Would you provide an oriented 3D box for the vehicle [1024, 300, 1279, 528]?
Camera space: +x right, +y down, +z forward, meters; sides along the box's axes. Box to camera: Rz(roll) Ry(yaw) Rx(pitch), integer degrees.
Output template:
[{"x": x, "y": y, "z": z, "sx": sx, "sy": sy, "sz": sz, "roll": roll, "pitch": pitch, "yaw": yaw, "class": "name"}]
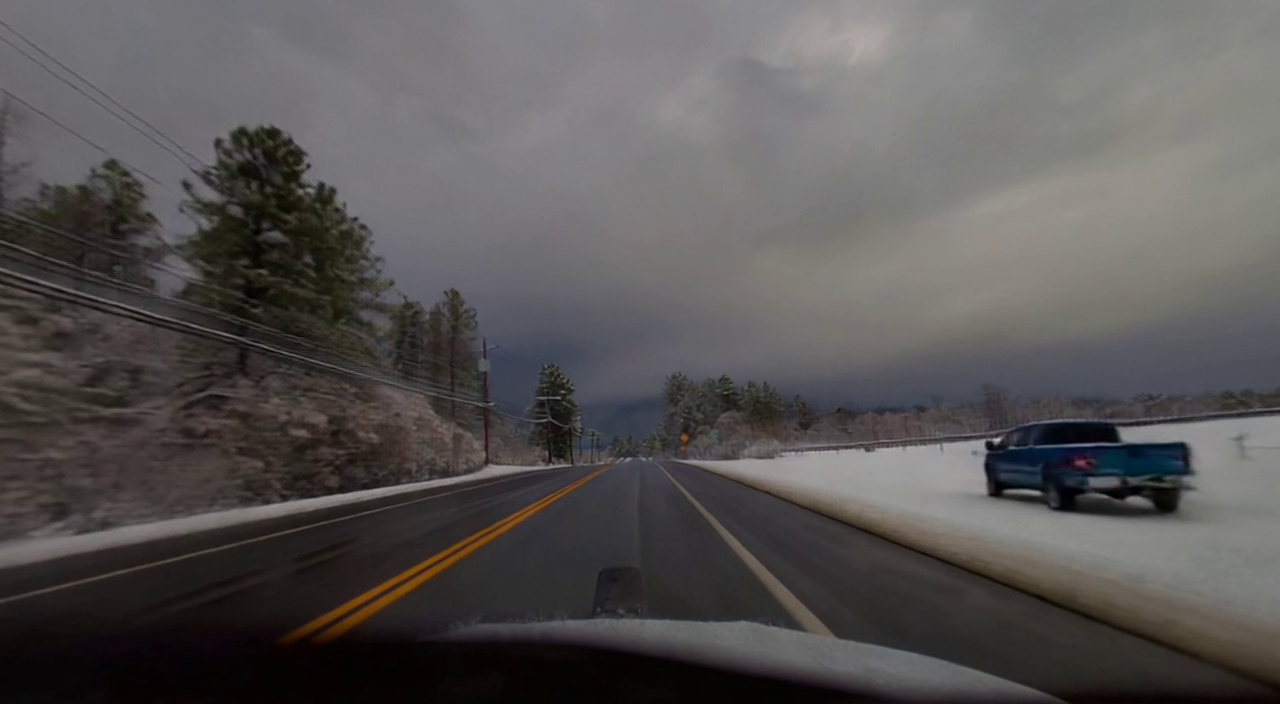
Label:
[{"x": 14.699, "y": 1.533, "z": 14.497, "sx": 3.172, "sy": 4.493, "sz": 18.371, "roll": -2, "pitch": -9, "yaw": 9, "class": "vehicle"}]
